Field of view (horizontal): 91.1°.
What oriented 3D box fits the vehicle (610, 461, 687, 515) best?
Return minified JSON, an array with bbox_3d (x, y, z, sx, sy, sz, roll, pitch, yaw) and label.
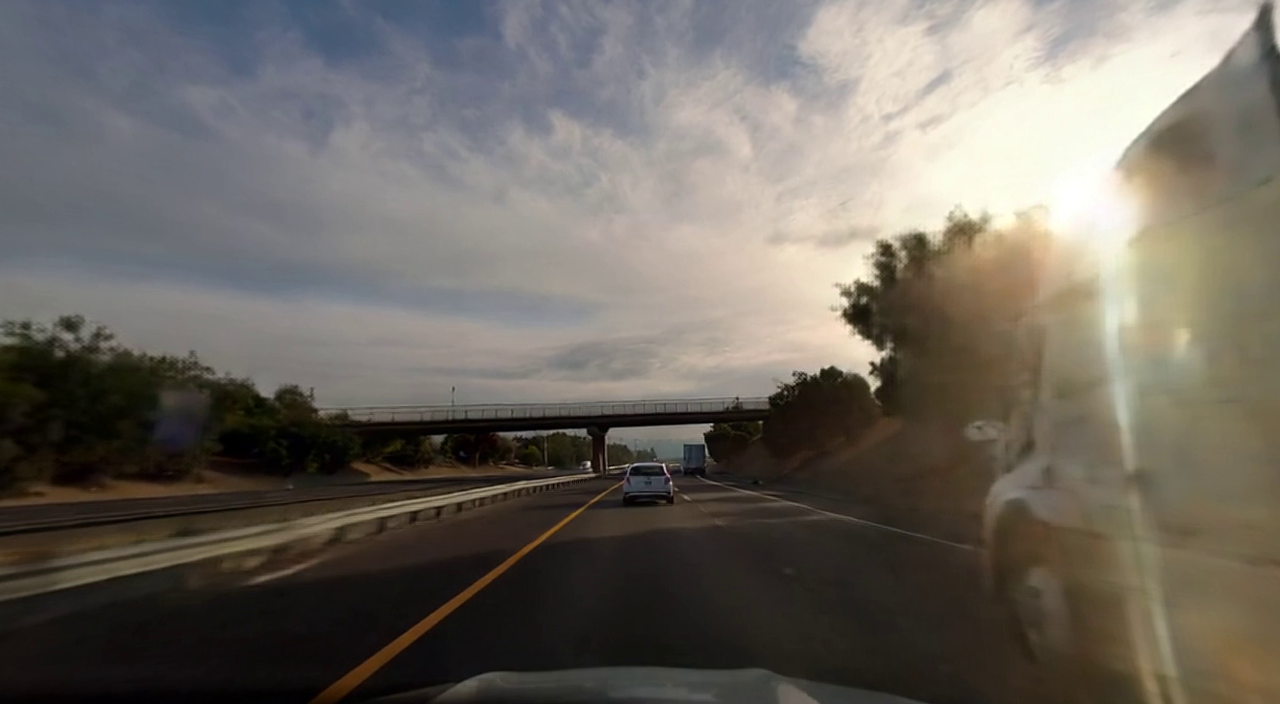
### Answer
[{"bbox_3d":[0.243,4.152,19.421,2.156,1.444,3.762,1,-10,0],"label":"vehicle"}]
